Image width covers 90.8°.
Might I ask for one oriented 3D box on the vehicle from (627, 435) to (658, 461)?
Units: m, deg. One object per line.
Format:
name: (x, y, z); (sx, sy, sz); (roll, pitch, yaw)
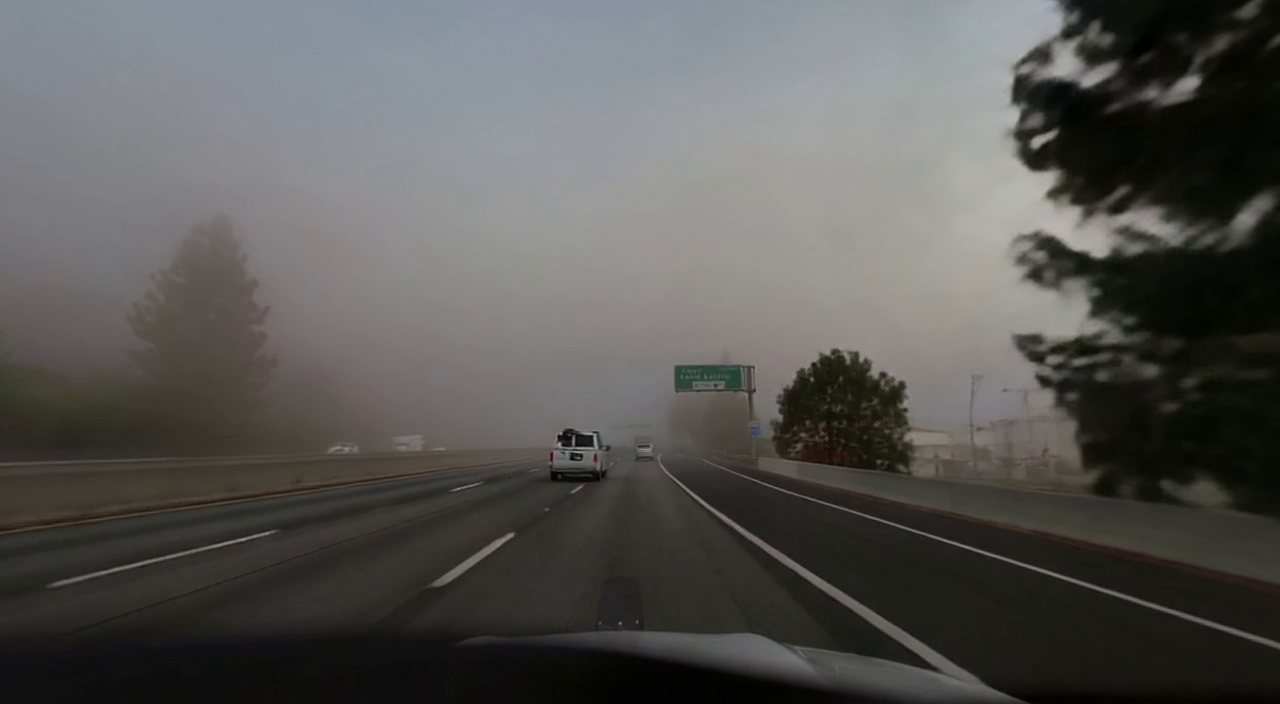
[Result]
vehicle: (0.229, 7.437, 48.921); (2.306, 1.857, 4.657); (0, -9, 1)

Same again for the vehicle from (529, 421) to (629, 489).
vehicle: (-1.817, 3.423, 21.179); (2.497, 1.957, 5.432); (-1, -9, 4)
